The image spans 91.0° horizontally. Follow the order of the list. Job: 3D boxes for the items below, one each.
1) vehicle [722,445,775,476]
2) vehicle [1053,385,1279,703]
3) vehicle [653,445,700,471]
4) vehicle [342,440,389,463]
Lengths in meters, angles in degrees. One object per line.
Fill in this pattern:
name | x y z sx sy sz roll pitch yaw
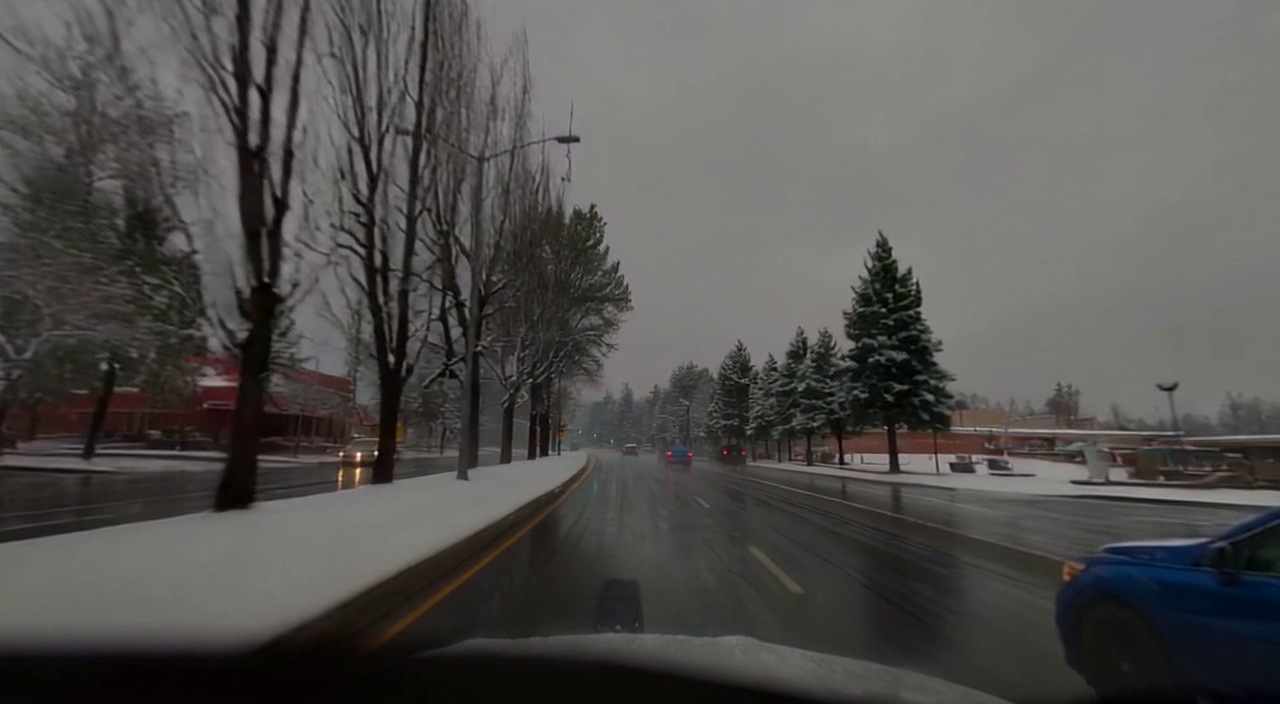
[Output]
vehicle | 5.771 5.792 33.913 1.886 1.528 4.169 1 -9 -3
vehicle | 3.282 0.743 1.212 2.102 1.524 4.126 0 -9 -1
vehicle | 2.067 6.223 37.100 2.256 1.451 4.313 1 -9 -4
vehicle | -21.165 7.696 48.688 1.982 1.650 4.157 1 -9 -4
